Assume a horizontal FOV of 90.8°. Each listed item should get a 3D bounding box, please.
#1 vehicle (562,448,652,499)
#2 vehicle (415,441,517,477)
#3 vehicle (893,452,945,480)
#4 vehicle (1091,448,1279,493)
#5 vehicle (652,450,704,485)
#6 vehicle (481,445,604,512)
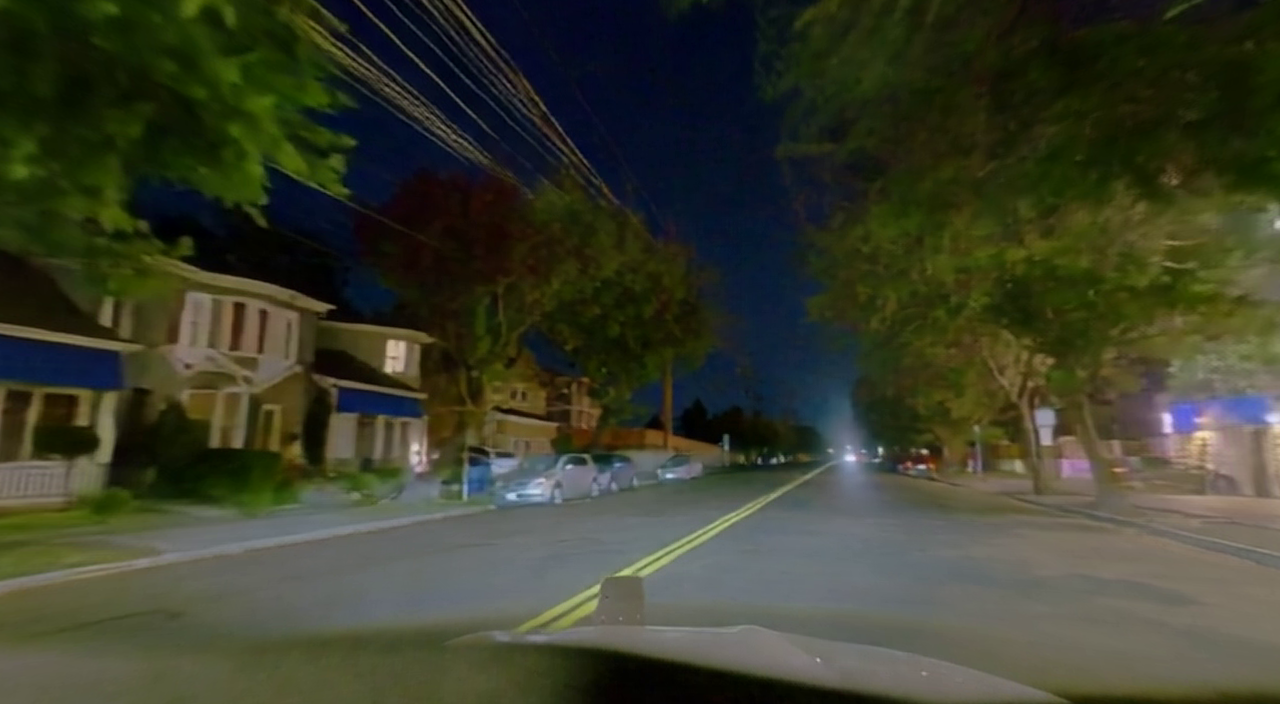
[{"bbox_3d":[-1.156,4.625,24.544,1.913,1.723,4.318,-3,-9,20],"label":"vehicle"},{"bbox_3d":[-8.785,5.410,32.103,4.492,1.725,2.033,-2,-9,14],"label":"vehicle"},{"bbox_3d":[16.789,6.861,38.194,2.052,1.476,4.438,-4,-9,14],"label":"vehicle"},{"bbox_3d":[19.777,4.272,23.193,4.716,1.480,2.023,-3,-9,19],"label":"vehicle"},{"bbox_3d":[2.203,6.403,35.473,1.970,1.785,4.274,-2,-9,16],"label":"vehicle"},{"bbox_3d":[-2.840,3.813,19.657,1.975,1.775,4.509,-2,-9,17],"label":"vehicle"}]
